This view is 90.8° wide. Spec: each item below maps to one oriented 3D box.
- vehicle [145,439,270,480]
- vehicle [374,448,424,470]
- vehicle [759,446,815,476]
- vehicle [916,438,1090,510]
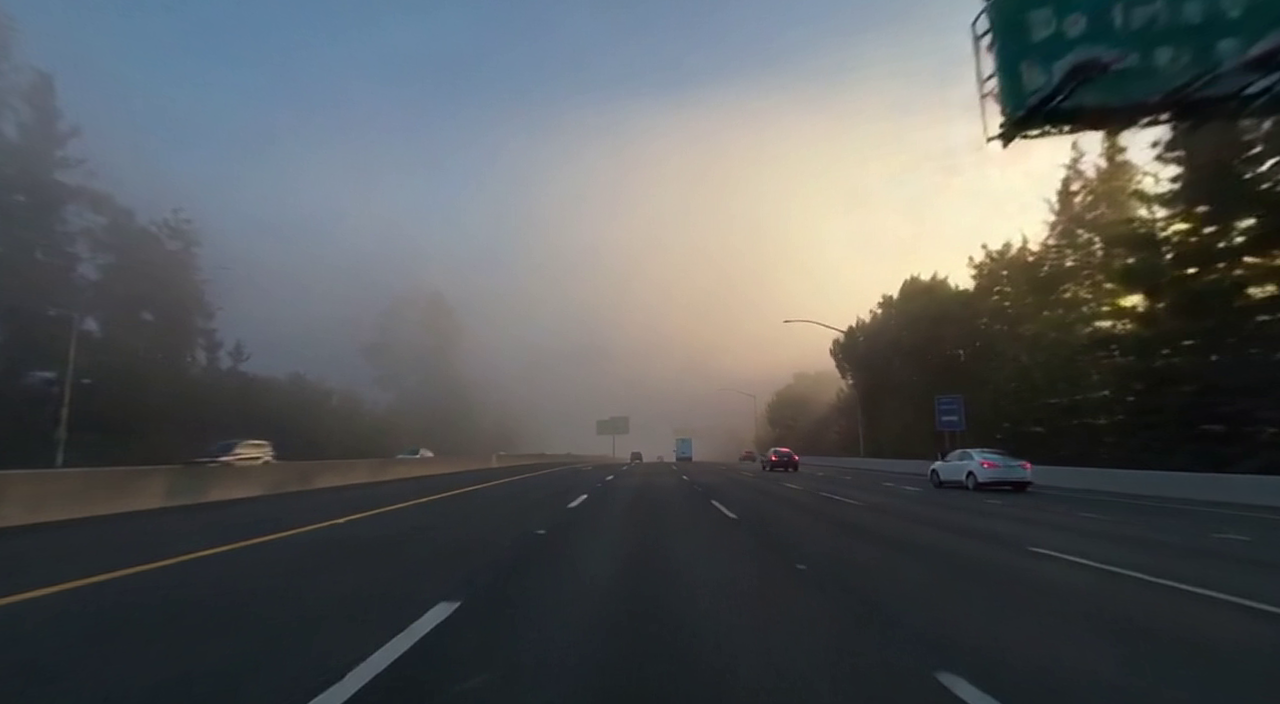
[{"bbox_3d":[-22.138,5.524,32.730,2.170,1.907,5.847,0,-9,2],"label":"vehicle"},{"bbox_3d":[-18.206,8.077,47.934,1.883,1.612,4.388,0,-9,3],"label":"vehicle"},{"bbox_3d":[7.803,5.820,34.023,1.861,1.500,4.860,0,-9,0],"label":"vehicle"},{"bbox_3d":[9.444,3.180,16.997,2.090,1.643,4.513,0,-9,2],"label":"vehicle"}]
